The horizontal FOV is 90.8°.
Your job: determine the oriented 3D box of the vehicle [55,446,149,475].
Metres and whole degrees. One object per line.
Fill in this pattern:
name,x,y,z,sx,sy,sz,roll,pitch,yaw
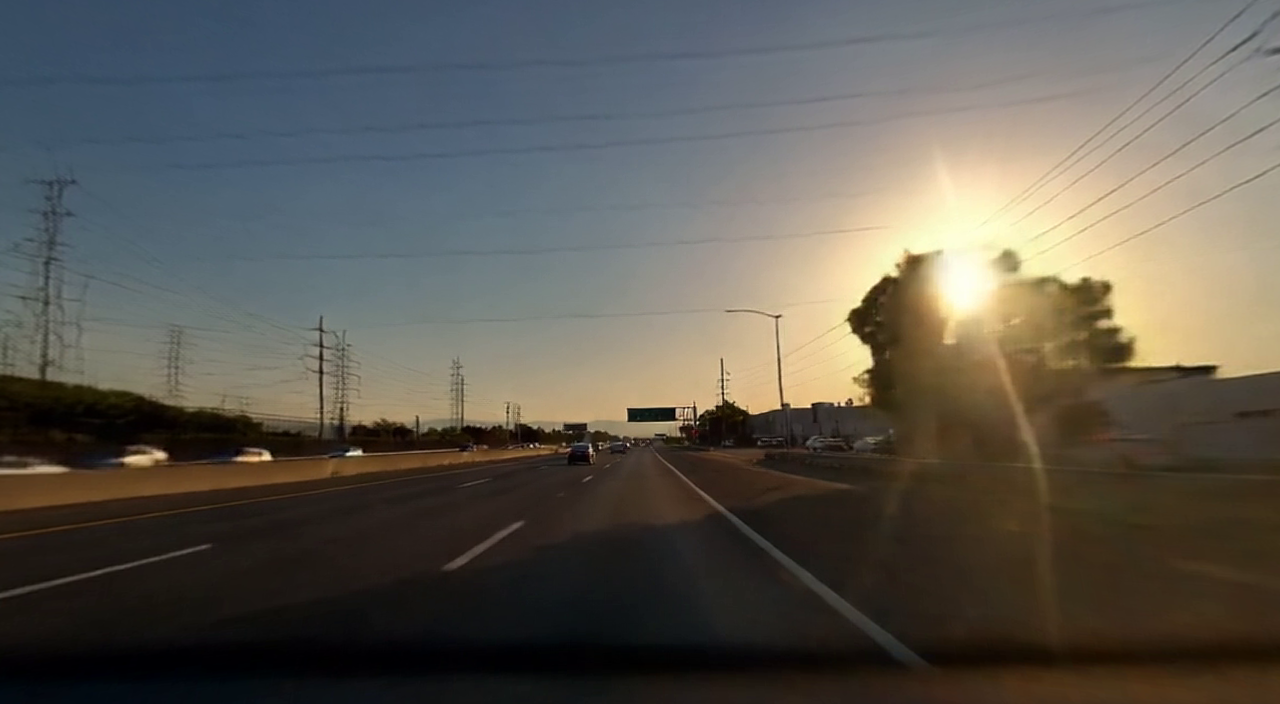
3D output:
vehicle,-33.046,6.636,39.015,1.880,1.650,4.437,0,-8,0

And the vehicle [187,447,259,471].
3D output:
vehicle,-28.660,7.366,43.604,1.860,1.512,4.369,0,-9,1

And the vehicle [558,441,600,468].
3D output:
vehicle,-3.583,6.127,37.995,1.940,1.479,4.545,0,-8,1

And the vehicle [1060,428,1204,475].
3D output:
vehicle,18.944,3.853,24.668,1.842,1.639,4.554,0,-8,-2
